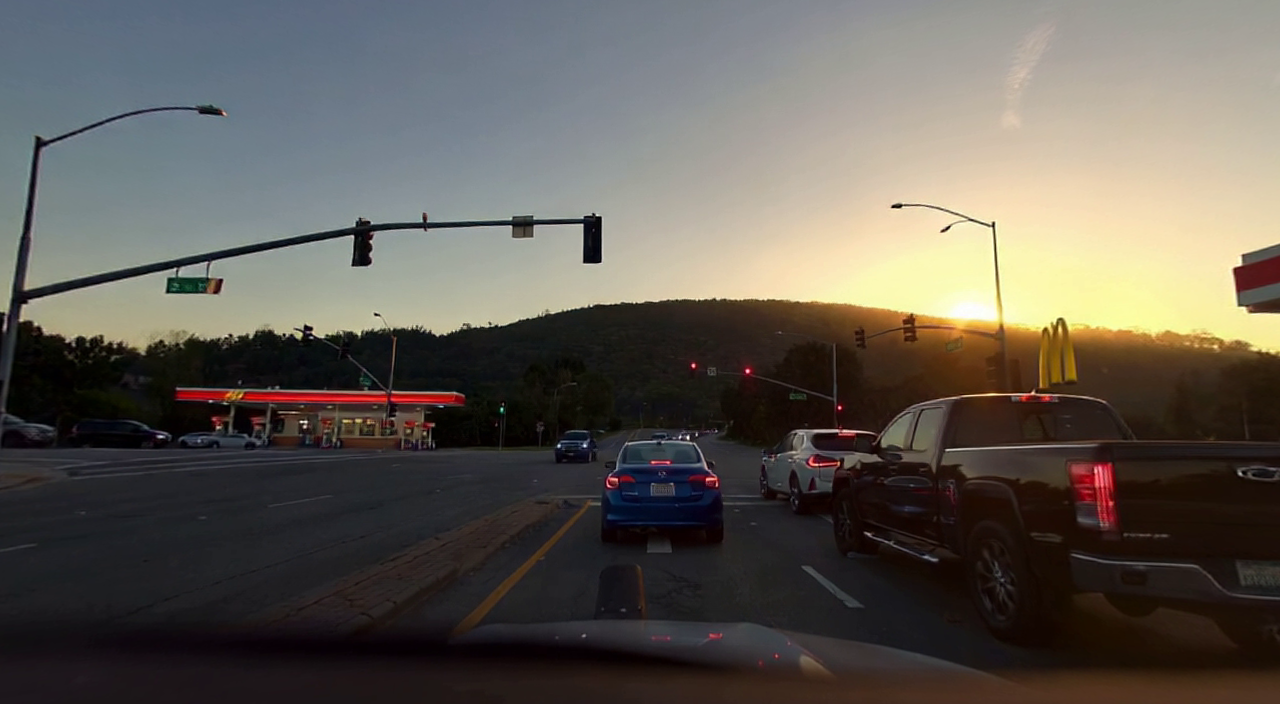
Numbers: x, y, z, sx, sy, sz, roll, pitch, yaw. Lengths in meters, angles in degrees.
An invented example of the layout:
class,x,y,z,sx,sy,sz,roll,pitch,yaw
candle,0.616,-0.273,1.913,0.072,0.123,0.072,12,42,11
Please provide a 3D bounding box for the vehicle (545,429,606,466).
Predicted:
class,x,y,z,sx,sy,sz,roll,pitch,yaw
vehicle,-3.659,5.614,37.138,2.615,2.031,5.638,-1,-8,4

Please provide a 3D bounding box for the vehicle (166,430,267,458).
class,x,y,z,sx,sy,sz,roll,pitch,yaw
vehicle,-23.096,5.034,34.483,4.326,1.420,1.798,-1,-8,4

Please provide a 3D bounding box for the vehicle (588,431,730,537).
class,x,y,z,sx,sy,sz,roll,pitch,yaw
vehicle,0.276,2.184,11.025,2.027,1.494,3.824,0,-8,0

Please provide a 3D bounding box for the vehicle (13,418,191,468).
class,x,y,z,sx,sy,sz,roll,pitch,yaw
vehicle,-19.671,3.361,23.204,4.742,1.720,2.107,-1,-8,5

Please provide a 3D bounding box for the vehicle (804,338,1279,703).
class,x,y,z,sx,sy,sz,roll,pitch,yaw
vehicle,3.537,1.302,6.082,2.277,1.871,6.143,0,-8,0
